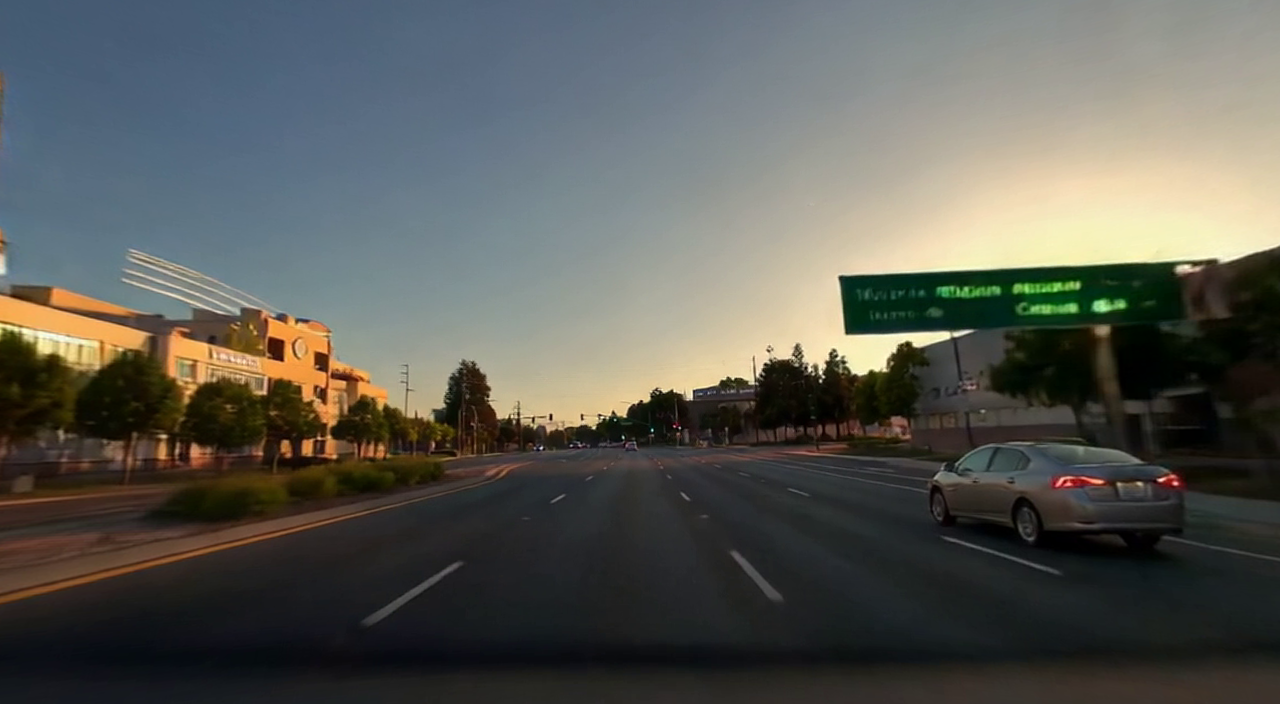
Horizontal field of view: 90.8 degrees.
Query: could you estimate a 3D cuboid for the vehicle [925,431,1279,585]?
[{"bbox_3d":[5.944,1.870,8.513,2.070,1.491,4.575,0,-9,0],"label":"vehicle"}]
